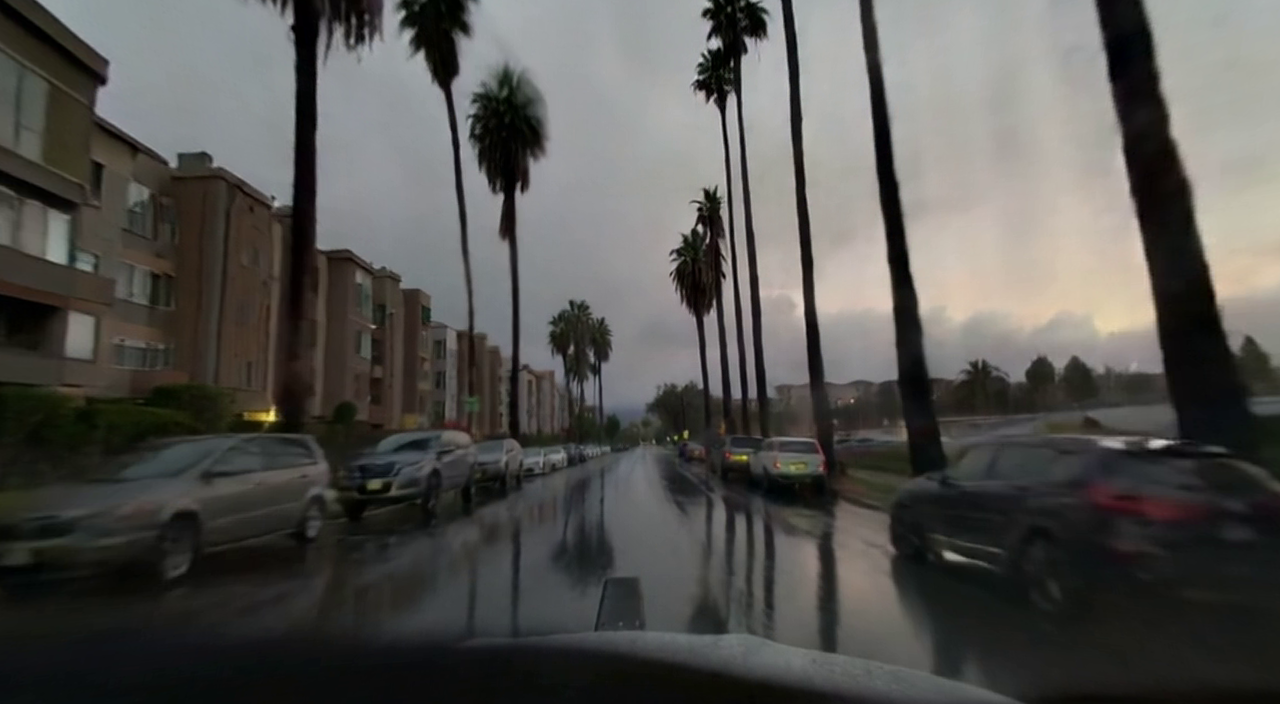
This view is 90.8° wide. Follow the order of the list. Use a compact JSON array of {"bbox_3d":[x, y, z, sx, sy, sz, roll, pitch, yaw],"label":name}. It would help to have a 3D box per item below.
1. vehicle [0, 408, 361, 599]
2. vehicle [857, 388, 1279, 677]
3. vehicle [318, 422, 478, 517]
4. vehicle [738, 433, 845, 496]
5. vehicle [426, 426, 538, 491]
[{"bbox_3d":[-5.685,1.792,8.425,1.947,1.806,4.413,1,-8,-1],"label":"vehicle"},{"bbox_3d":[4.242,1.490,6.508,2.201,1.787,5.007,0,-8,0],"label":"vehicle"},{"bbox_3d":[-5.507,2.706,15.166,2.087,1.896,4.554,0,-8,-1],"label":"vehicle"},{"bbox_3d":[4.595,3.510,20.062,2.220,1.738,4.800,0,-8,1],"label":"vehicle"},{"bbox_3d":[-5.393,3.770,22.679,2.227,1.967,6.220,0,-9,2],"label":"vehicle"}]
